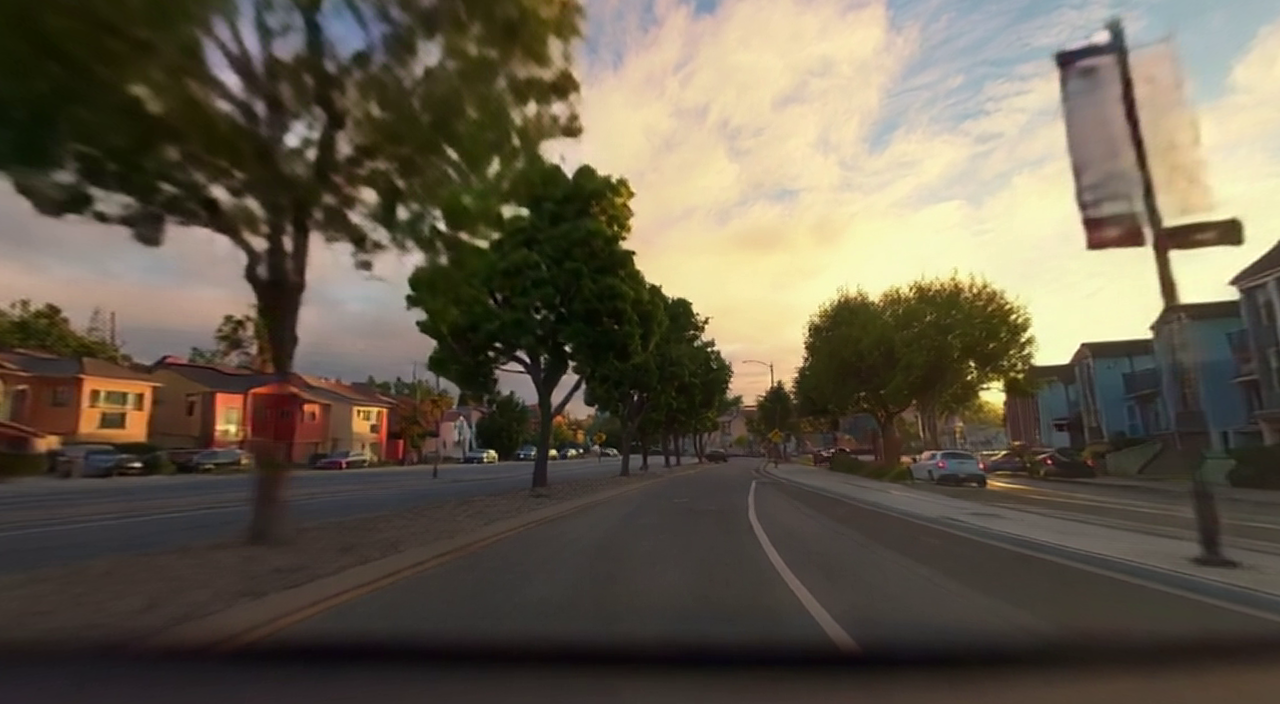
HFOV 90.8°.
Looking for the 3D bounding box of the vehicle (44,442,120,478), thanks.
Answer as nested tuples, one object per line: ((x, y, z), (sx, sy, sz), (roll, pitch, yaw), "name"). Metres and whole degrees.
((-32.476, 6.273, 36.721), (4.799, 1.651, 2.268), (-10, -7, 35), "vehicle")

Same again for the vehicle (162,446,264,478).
((-26.007, 6.704, 38.731), (2.013, 1.792, 4.950), (-2, -9, 14), "vehicle")

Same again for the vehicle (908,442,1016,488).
((12.209, 4.434, 24.360), (1.988, 1.487, 4.479), (-2, -13, 3), "vehicle")

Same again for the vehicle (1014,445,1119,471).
((25.312, 6.289, 37.616), (4.669, 1.517, 1.993), (-1, -9, 6), "vehicle")
